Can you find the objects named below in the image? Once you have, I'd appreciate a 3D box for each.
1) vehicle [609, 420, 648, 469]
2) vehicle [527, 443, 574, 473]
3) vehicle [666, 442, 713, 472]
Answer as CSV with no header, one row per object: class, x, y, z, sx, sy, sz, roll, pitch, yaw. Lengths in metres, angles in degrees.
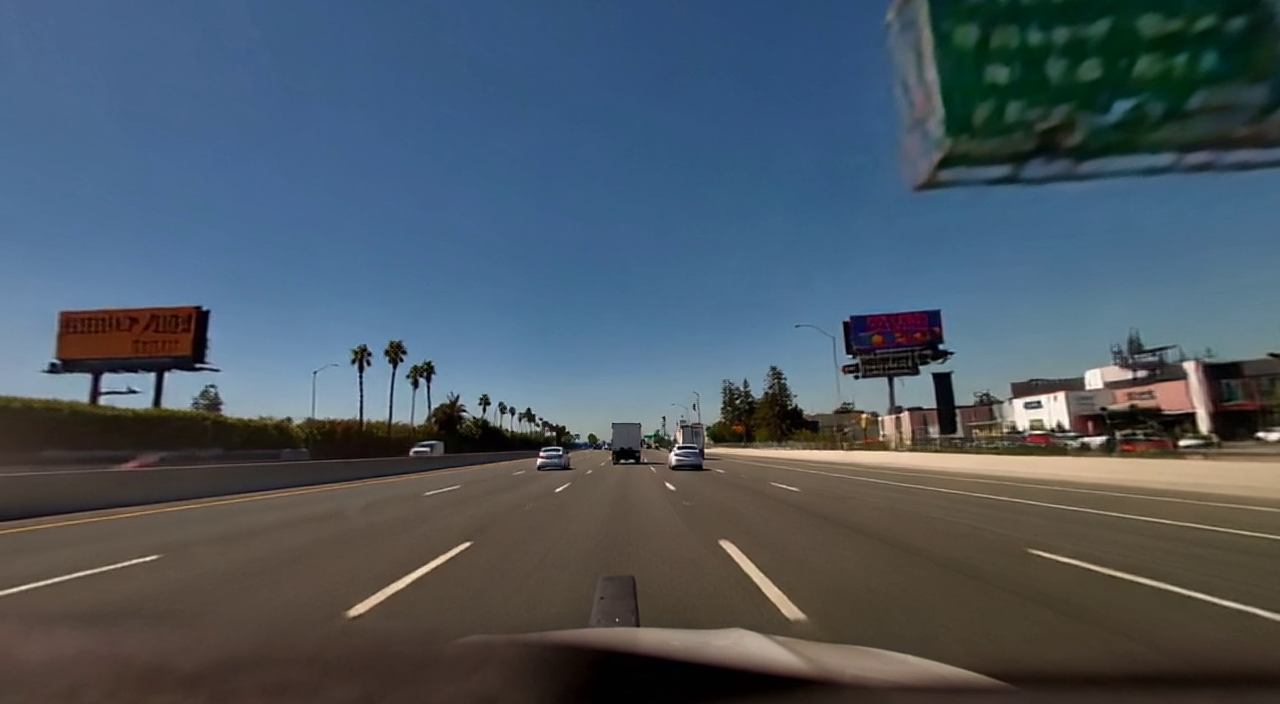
vehicle,-0.780,6.156,42.007,2.364,2.953,6.495,0,-8,-2
vehicle,-4.967,5.940,35.708,2.021,1.598,4.887,0,-8,-1
vehicle,2.796,6.042,36.578,2.175,1.598,4.584,0,-8,-2
